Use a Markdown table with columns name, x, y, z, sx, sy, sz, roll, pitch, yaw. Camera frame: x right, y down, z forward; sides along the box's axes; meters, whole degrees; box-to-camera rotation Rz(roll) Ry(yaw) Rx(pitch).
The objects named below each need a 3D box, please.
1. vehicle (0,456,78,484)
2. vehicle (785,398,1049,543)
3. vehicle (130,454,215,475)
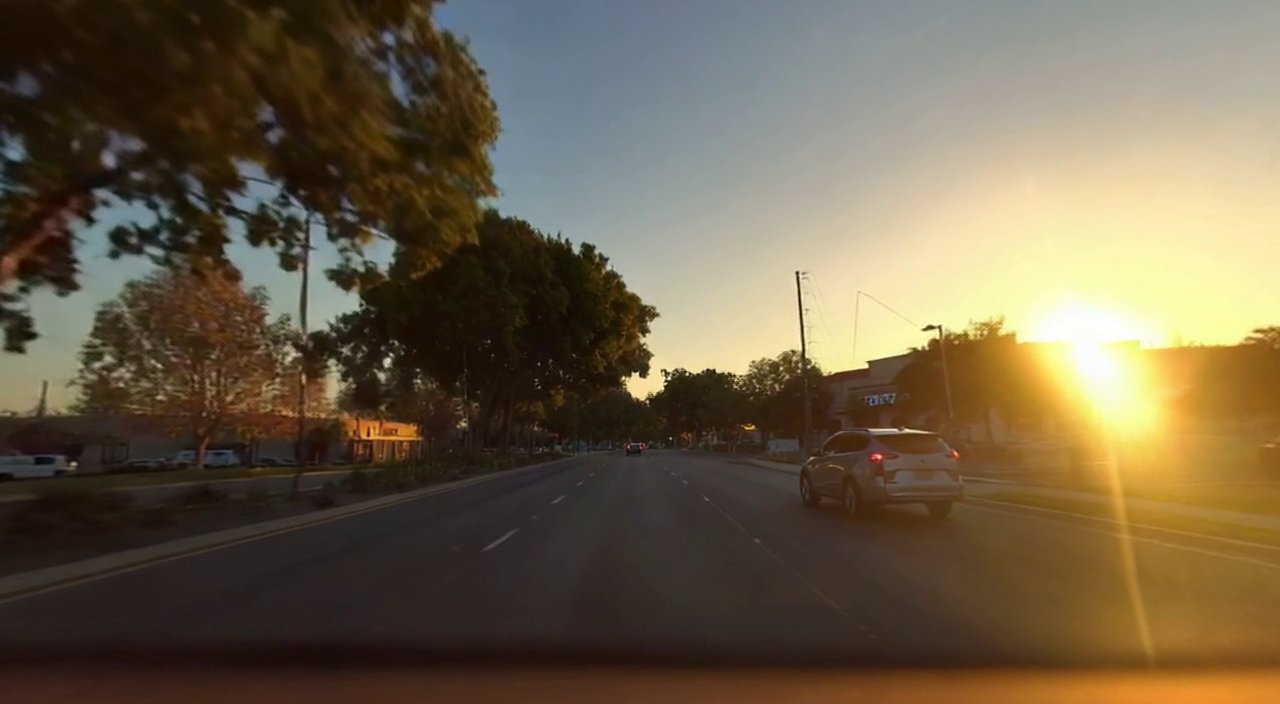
| name | x | y | z | sx | sy | sz | roll | pitch | yaw |
| --- | --- | --- | --- | --- | --- | --- | --- | --- | --- |
| vehicle | -33.002 | 6.281 | 33.637 | 4.463 | 1.411 | 1.779 | -1 | -8 | 2 |
| vehicle | 4.377 | 1.989 | 11.227 | 2.185 | 1.956 | 5.128 | 0 | -8 | -2 |
| vehicle | -32.878 | 7.892 | 44.484 | 4.635 | 1.422 | 1.725 | -1 | -8 | 3 |
